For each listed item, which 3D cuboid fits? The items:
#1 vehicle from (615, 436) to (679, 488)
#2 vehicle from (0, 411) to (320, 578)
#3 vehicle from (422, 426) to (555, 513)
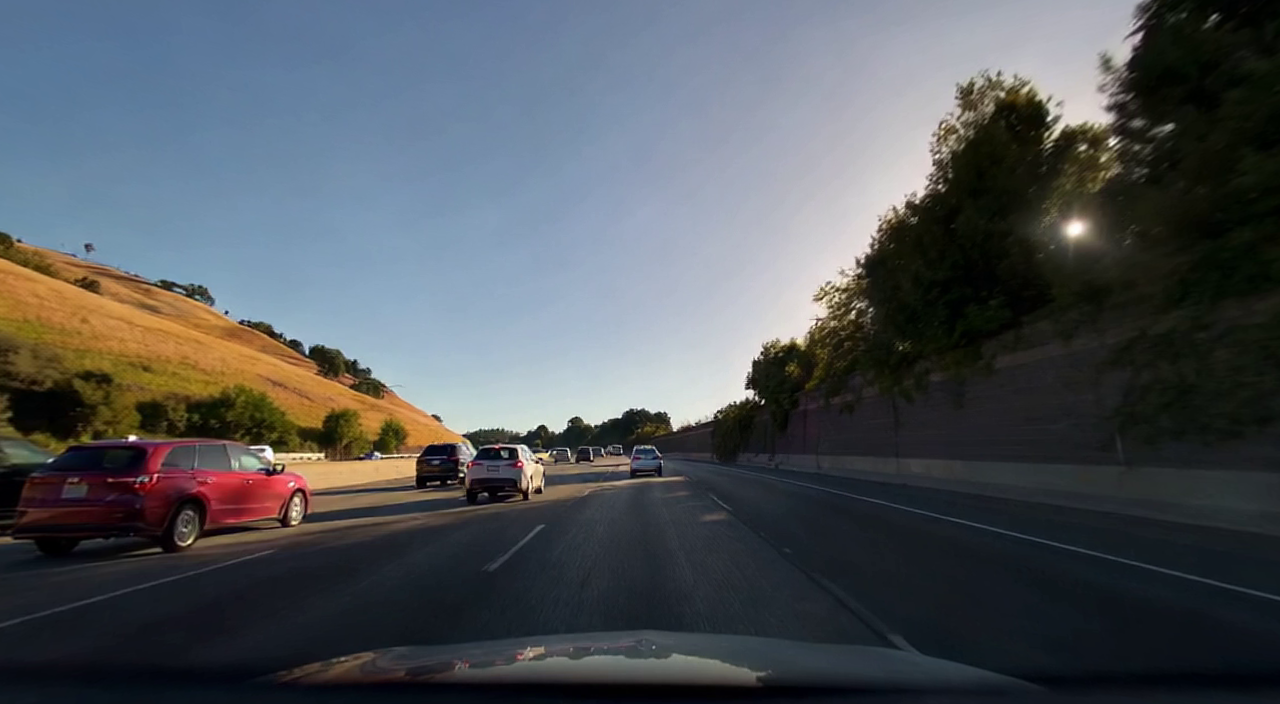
[{"bbox_3d":[0.214,4.188,24.367,2.233,1.804,4.273,0,-9,-1],"label":"vehicle"},{"bbox_3d":[-7.053,1.899,9.231,2.215,1.797,4.666,0,-9,0],"label":"vehicle"},{"bbox_3d":[-3.485,2.807,15.543,2.093,1.820,4.506,0,-9,1],"label":"vehicle"}]
